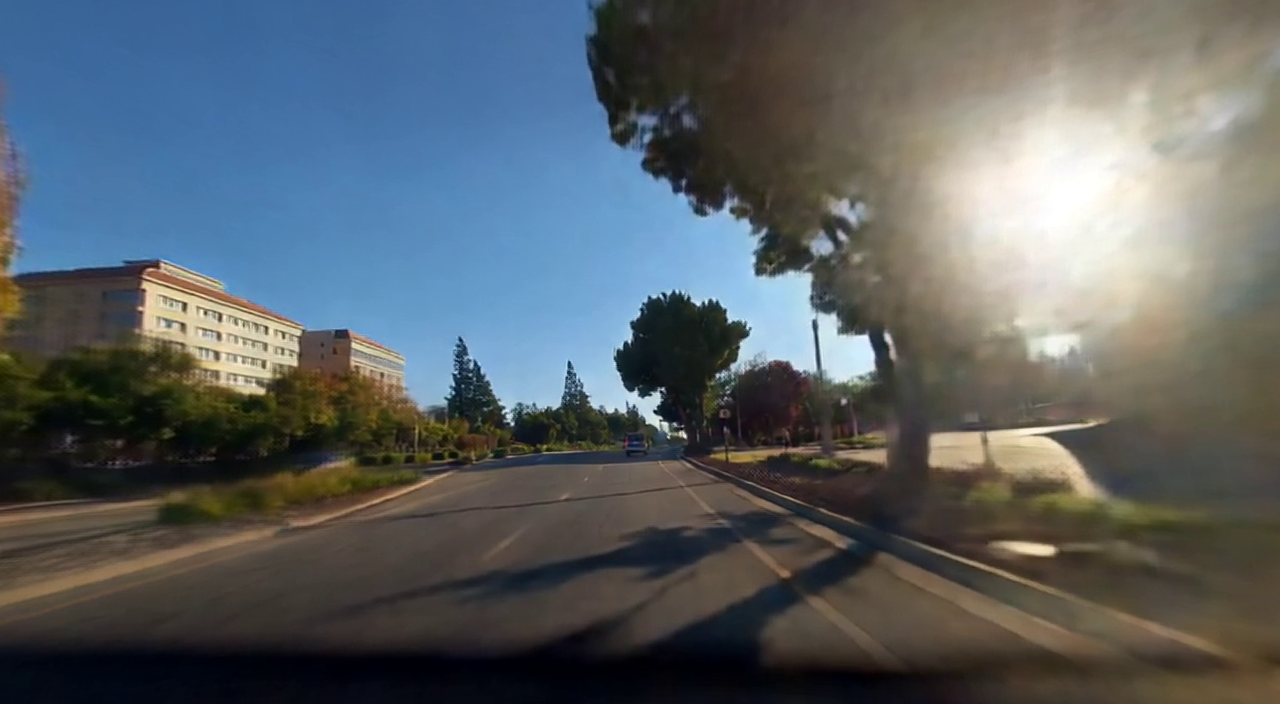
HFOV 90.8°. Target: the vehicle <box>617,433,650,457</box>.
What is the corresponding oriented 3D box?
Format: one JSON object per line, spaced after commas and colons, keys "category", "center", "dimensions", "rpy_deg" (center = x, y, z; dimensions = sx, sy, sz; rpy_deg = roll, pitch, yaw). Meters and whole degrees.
{"category": "vehicle", "center": [-0.450, 7.265, 49.125], "dimensions": [2.370, 1.781, 4.440], "rpy_deg": [0, -9, 2]}
